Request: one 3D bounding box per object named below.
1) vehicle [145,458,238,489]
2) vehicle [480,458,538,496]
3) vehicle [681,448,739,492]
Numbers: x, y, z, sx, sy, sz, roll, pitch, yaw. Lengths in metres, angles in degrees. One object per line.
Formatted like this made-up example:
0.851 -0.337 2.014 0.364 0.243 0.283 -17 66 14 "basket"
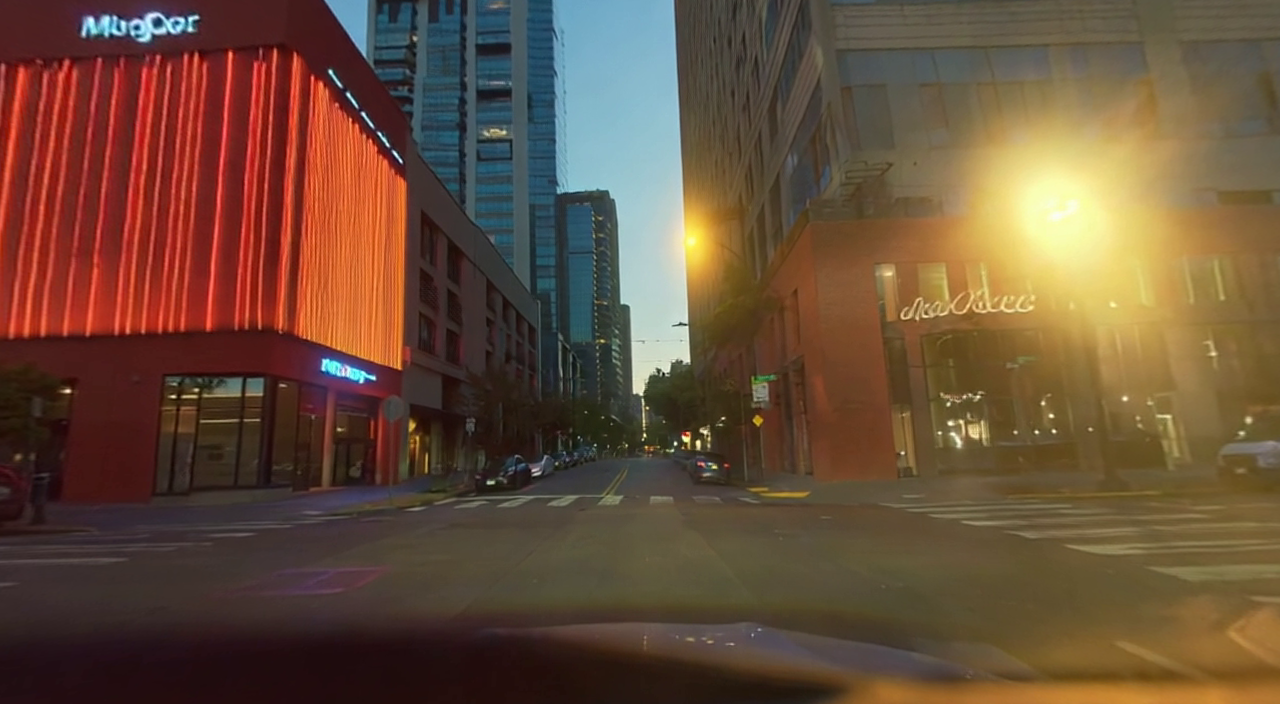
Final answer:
-23.776 6.449 33.605 3.618 1.412 1.587 -2 -10 -7 "vehicle"
-5.720 5.505 28.072 1.864 1.447 3.887 0 -9 -2 "vehicle"
2.858 4.938 26.873 1.917 1.680 4.500 0 -9 0 "vehicle"
